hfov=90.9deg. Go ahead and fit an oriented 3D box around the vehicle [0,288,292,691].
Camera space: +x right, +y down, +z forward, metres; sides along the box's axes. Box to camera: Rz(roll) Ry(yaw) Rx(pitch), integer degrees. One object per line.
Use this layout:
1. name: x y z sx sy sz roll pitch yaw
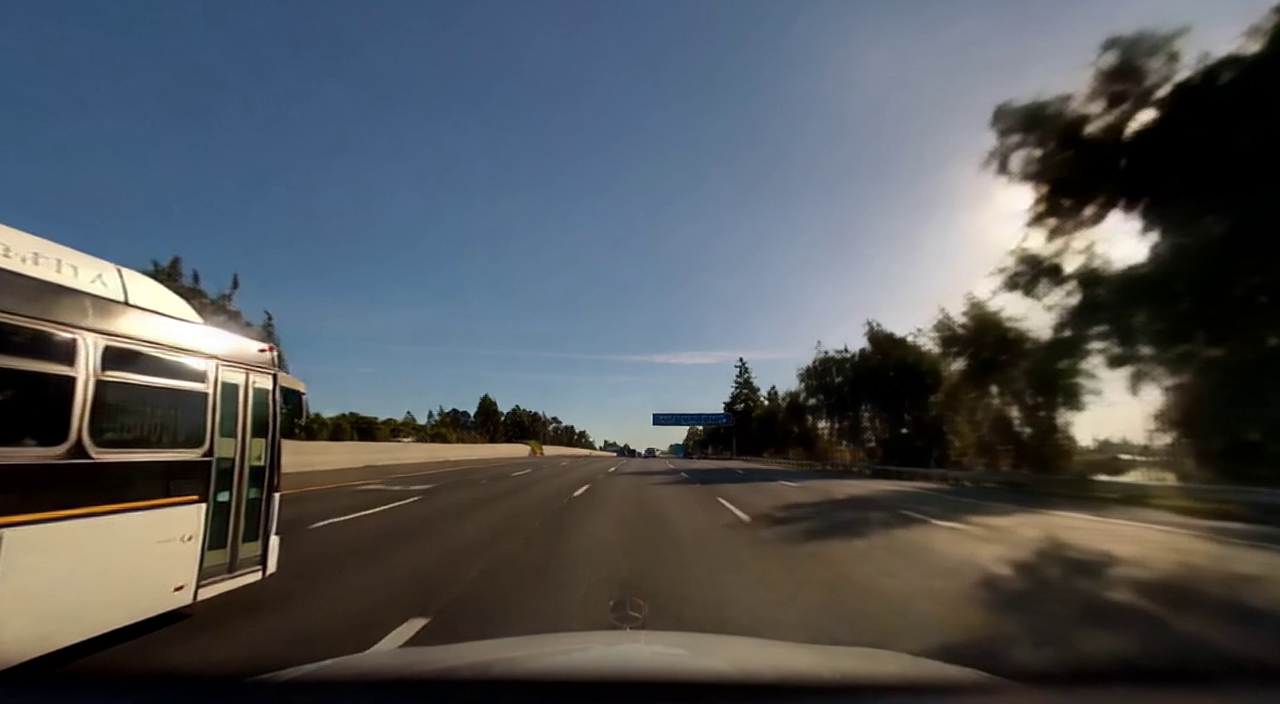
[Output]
1. vehicle: -4.253 0.659 2.978 2.127 1.985 5.205 0 -8 1
